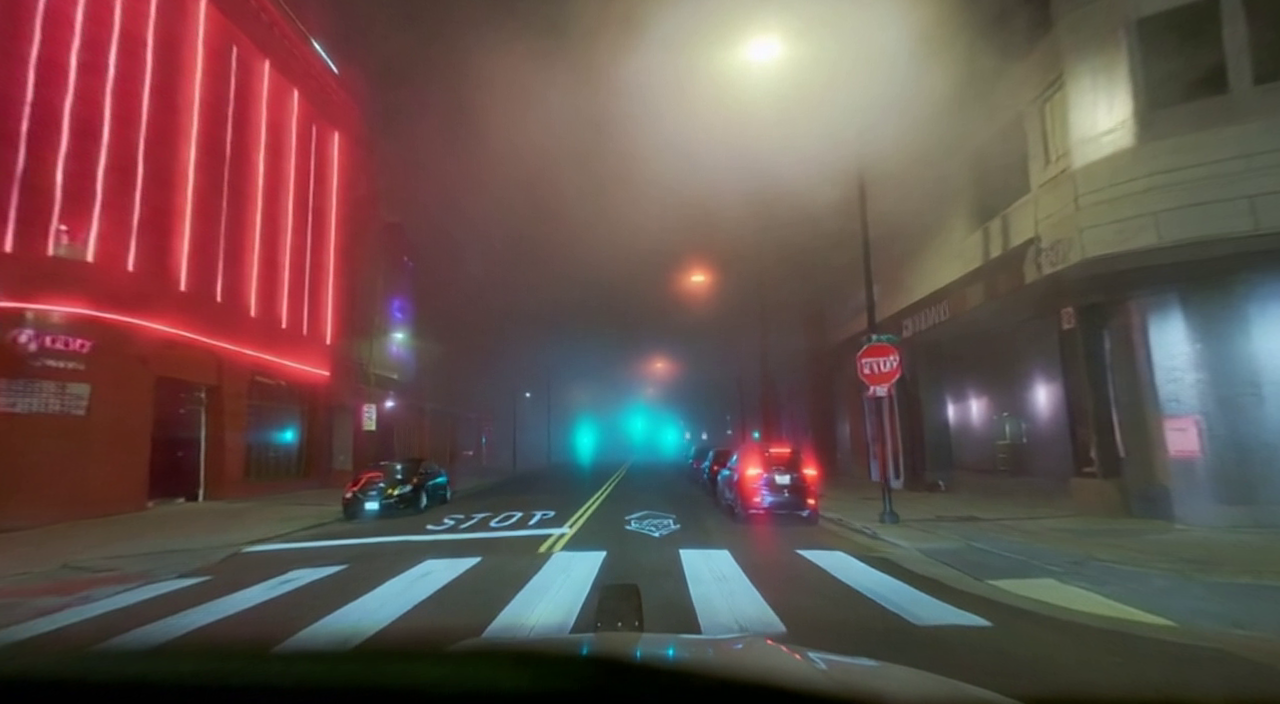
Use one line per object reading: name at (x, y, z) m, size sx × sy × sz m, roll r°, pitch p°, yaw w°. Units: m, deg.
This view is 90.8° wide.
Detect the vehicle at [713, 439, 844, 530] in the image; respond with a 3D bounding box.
vehicle at (2.880, 2.828, 14.218) m, size 1.917 × 1.680 × 4.500 m, roll 0°, pitch -8°, yaw 0°

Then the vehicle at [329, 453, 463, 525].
vehicle at (-5.733, 3.219, 15.405) m, size 1.864 × 1.447 × 3.887 m, roll 0°, pitch -8°, yaw -3°
